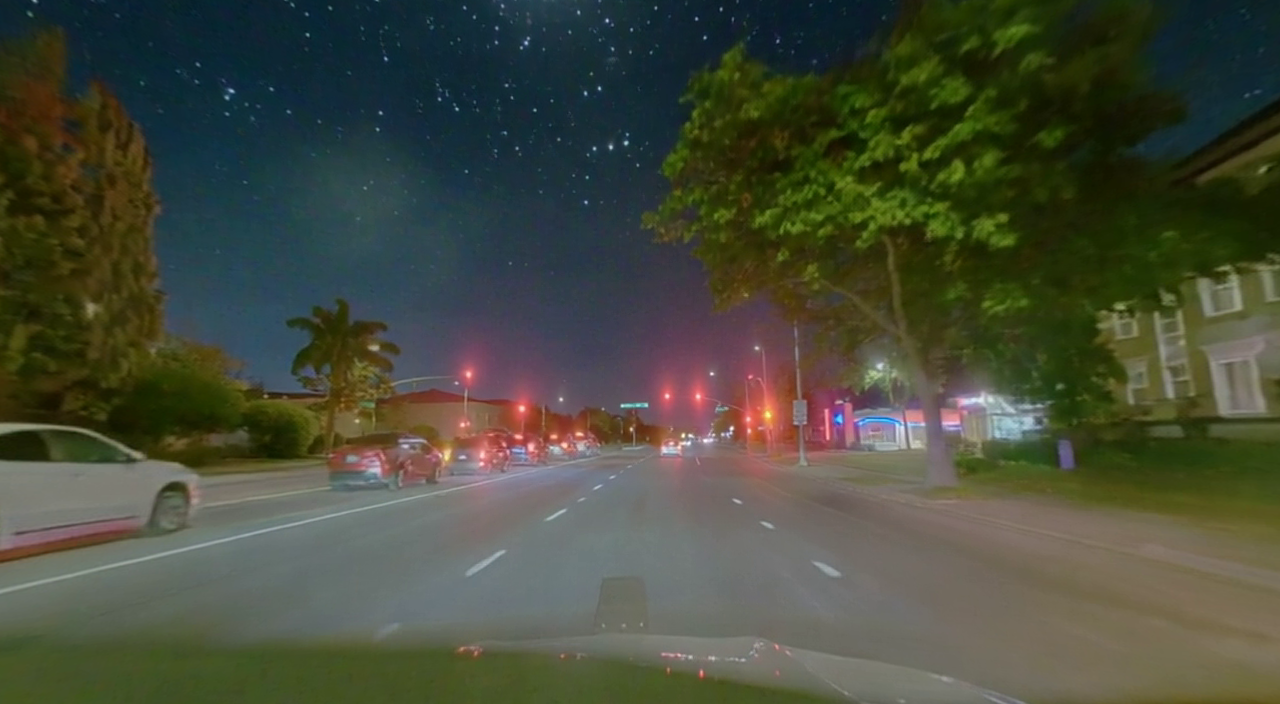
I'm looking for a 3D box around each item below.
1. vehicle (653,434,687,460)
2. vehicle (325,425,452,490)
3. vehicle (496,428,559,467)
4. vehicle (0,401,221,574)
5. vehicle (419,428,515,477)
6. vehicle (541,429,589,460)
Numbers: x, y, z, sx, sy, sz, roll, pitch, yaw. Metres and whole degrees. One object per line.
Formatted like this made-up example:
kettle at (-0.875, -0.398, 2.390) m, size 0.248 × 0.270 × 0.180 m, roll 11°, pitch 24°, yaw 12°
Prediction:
vehicle at (2.140, 6.560, 43.743) m, size 2.197 × 1.682 × 3.642 m, roll 0°, pitch -8°, yaw 5°
vehicle at (-6.911, 2.939, 17.787) m, size 1.870 × 1.616 × 3.765 m, roll 0°, pitch -8°, yaw 3°
vehicle at (-5.668, 4.904, 32.494) m, size 1.951 × 1.809 × 4.917 m, roll 0°, pitch -8°, yaw 5°
vehicle at (-6.933, 1.362, 6.597) m, size 1.988 × 1.597 × 4.404 m, roll 0°, pitch -8°, yaw 1°
vehicle at (-6.399, 3.796, 23.982) m, size 2.121 × 1.630 × 4.642 m, roll 0°, pitch -8°, yaw 3°
vehicle at (-4.853, 6.117, 41.618) m, size 2.111 × 1.864 × 4.932 m, roll 0°, pitch -8°, yaw 5°
